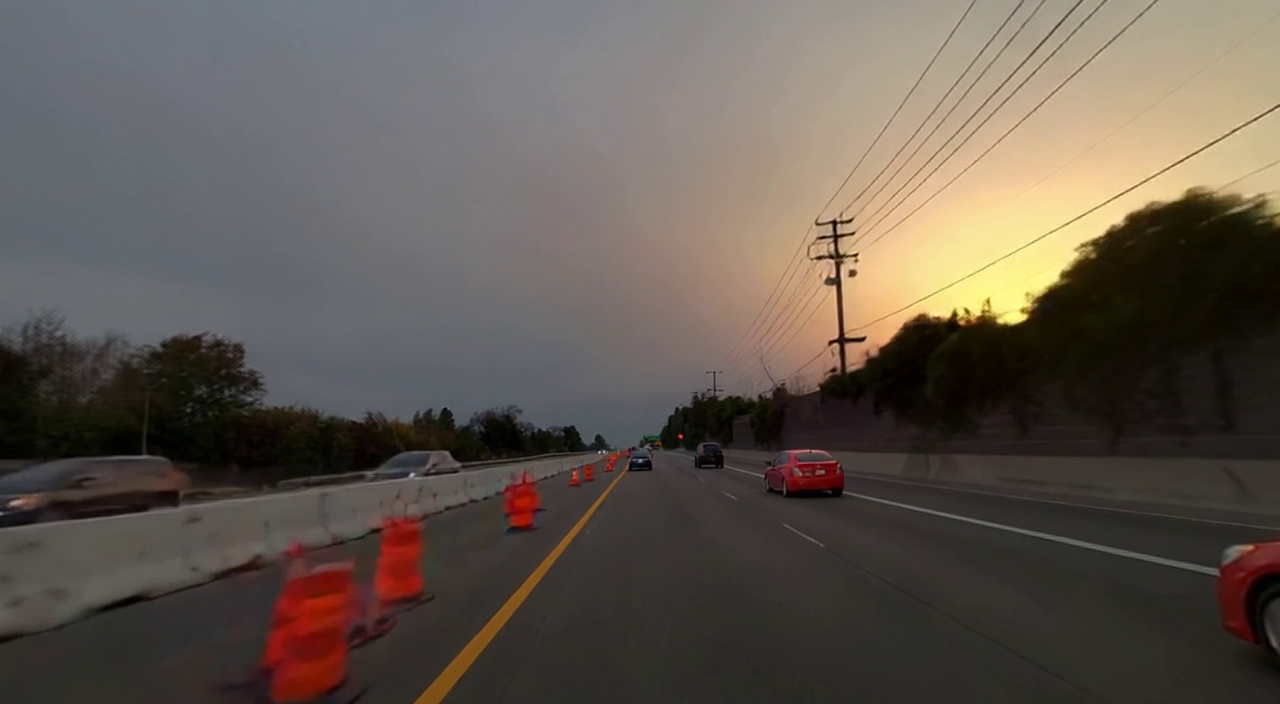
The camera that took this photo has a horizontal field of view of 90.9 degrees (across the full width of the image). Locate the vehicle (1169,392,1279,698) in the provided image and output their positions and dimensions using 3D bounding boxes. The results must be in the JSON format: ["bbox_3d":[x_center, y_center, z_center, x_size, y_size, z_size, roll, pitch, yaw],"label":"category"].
[{"bbox_3d":[4.287,0.752,1.584,1.997,1.568,4.529,0,-8,1],"label":"vehicle"}]

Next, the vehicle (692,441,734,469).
[{"bbox_3d":[5.381,7.723,47.463,2.559,1.943,5.610,0,-8,1],"label":"vehicle"}]

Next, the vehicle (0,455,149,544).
[{"bbox_3d":[-12.158,2.779,12.061,2.129,1.471,4.192,-2,-8,1],"label":"vehicle"}]

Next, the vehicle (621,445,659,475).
[{"bbox_3d":[0.008,6.179,36.386,2.096,1.583,4.150,0,-8,0],"label":"vehicle"}]

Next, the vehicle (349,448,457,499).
[{"bbox_3d":[-8.136,4.172,22.188,1.856,1.539,4.679,-1,-8,2],"label":"vehicle"}]

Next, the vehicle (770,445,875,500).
[{"bbox_3d":[5.227,3.481,18.634,1.881,1.409,4.016,0,-8,0],"label":"vehicle"}]
